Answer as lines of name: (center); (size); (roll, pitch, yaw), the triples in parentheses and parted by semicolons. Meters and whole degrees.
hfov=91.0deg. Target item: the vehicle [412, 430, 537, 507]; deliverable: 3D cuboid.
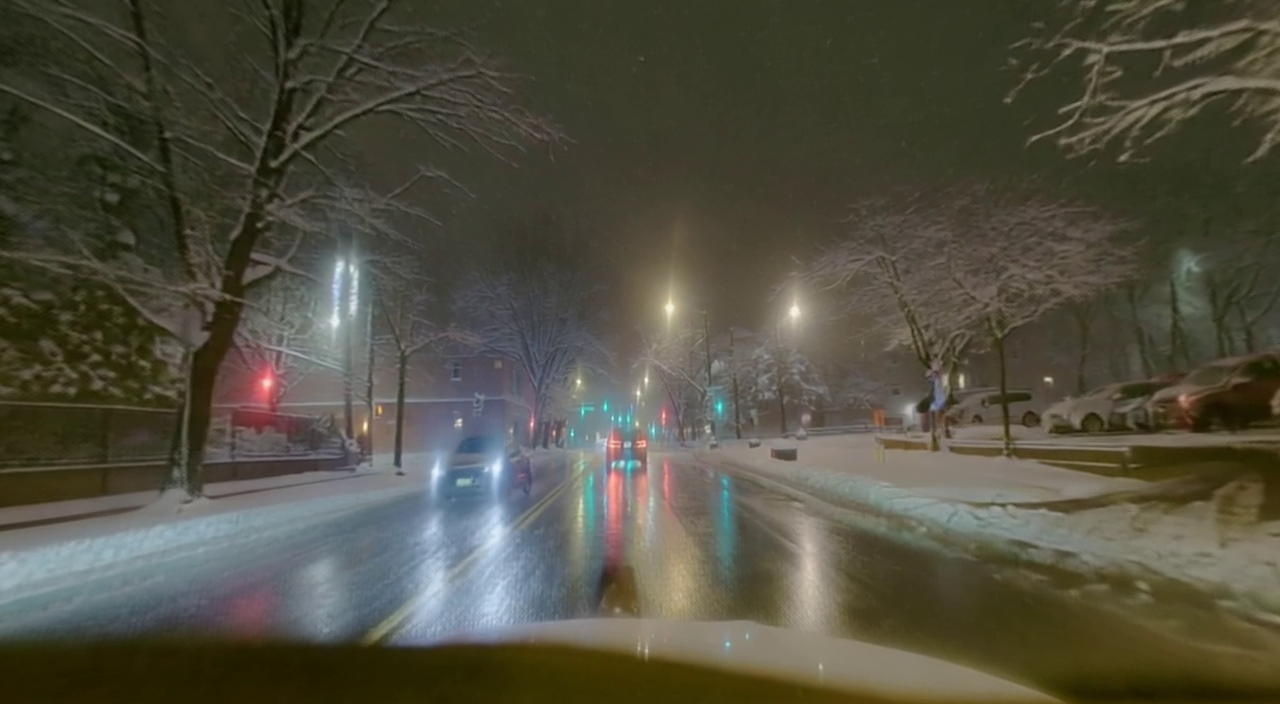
vehicle: (-3.863, 2.763, 15.482); (2.057, 1.613, 4.062); (0, -8, -1)

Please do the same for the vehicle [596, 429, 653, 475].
vehicle: (-0.568, 3.989, 25.424); (2.142, 1.686, 3.816); (0, -8, 0)

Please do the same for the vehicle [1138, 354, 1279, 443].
vehicle: (12.089, 0.894, 11.617); (4.068, 1.525, 1.859); (-1, -8, 5)
